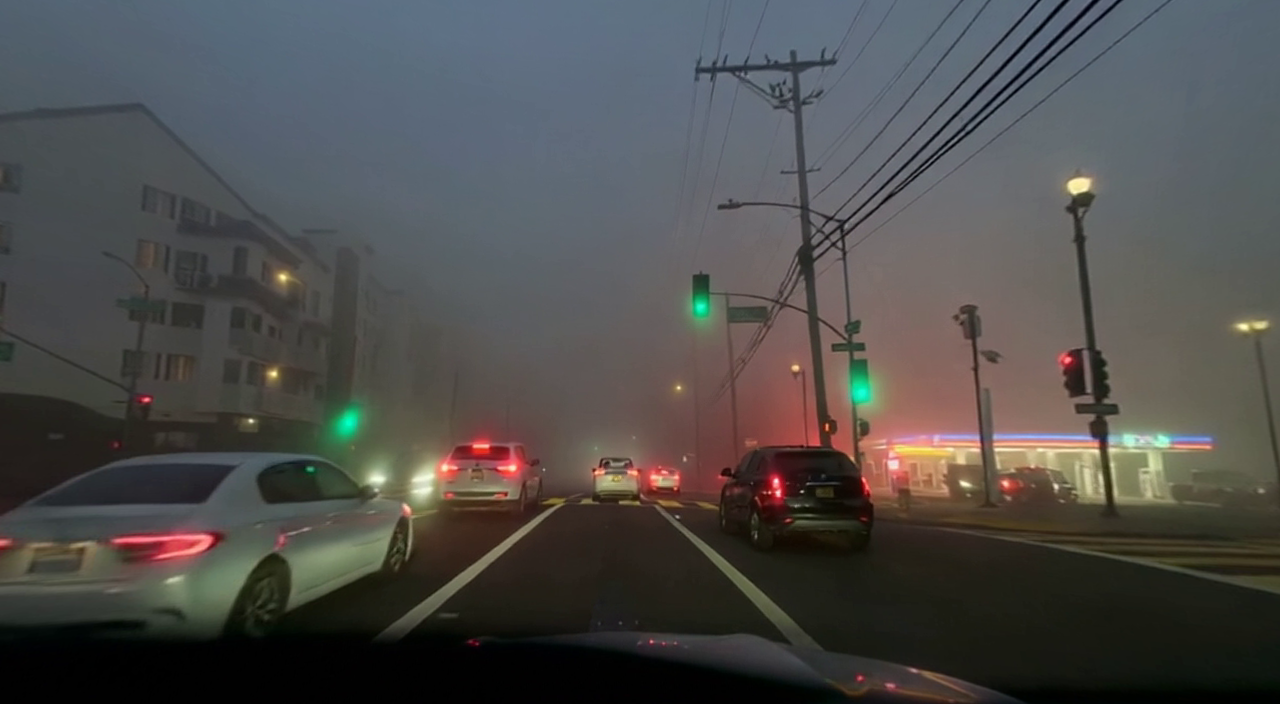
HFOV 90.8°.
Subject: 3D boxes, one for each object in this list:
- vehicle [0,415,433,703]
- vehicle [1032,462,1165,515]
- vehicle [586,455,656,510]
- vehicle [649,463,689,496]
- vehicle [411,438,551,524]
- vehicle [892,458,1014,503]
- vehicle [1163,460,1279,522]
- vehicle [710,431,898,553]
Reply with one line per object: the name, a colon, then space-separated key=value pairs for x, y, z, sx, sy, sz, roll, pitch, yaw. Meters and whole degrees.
vehicle: x=-3.159 y=1.309 z=4.699 sx=1.932 sy=1.458 sz=4.330 roll=0 pitch=-8 yaw=-2
vehicle: x=15.620 y=4.618 z=21.888 sx=1.959 sy=1.482 sz=4.664 roll=-2 pitch=-9 yaw=13
vehicle: x=-0.629 y=4.036 z=20.023 sx=1.999 sy=1.487 sz=3.939 roll=0 pitch=-8 yaw=-2
vehicle: x=1.637 y=7.451 z=37.256 sx=1.953 sy=1.687 sz=4.094 roll=0 pitch=-8 yaw=-3
vehicle: x=-3.504 y=2.928 z=14.983 sx=2.221 sy=1.706 sz=4.451 roll=0 pitch=-8 yaw=-1
vehicle: x=12.062 y=4.898 z=24.398 sx=4.048 sy=1.539 sz=1.820 roll=3 pitch=-9 yaw=-19
vehicle: x=21.065 y=4.739 z=22.059 sx=1.878 sy=1.680 sz=4.244 roll=-2 pitch=-7 yaw=0
vehicle: x=2.492 y=2.238 z=10.829 sx=1.945 sy=1.647 sz=4.160 roll=0 pitch=-8 yaw=-2
